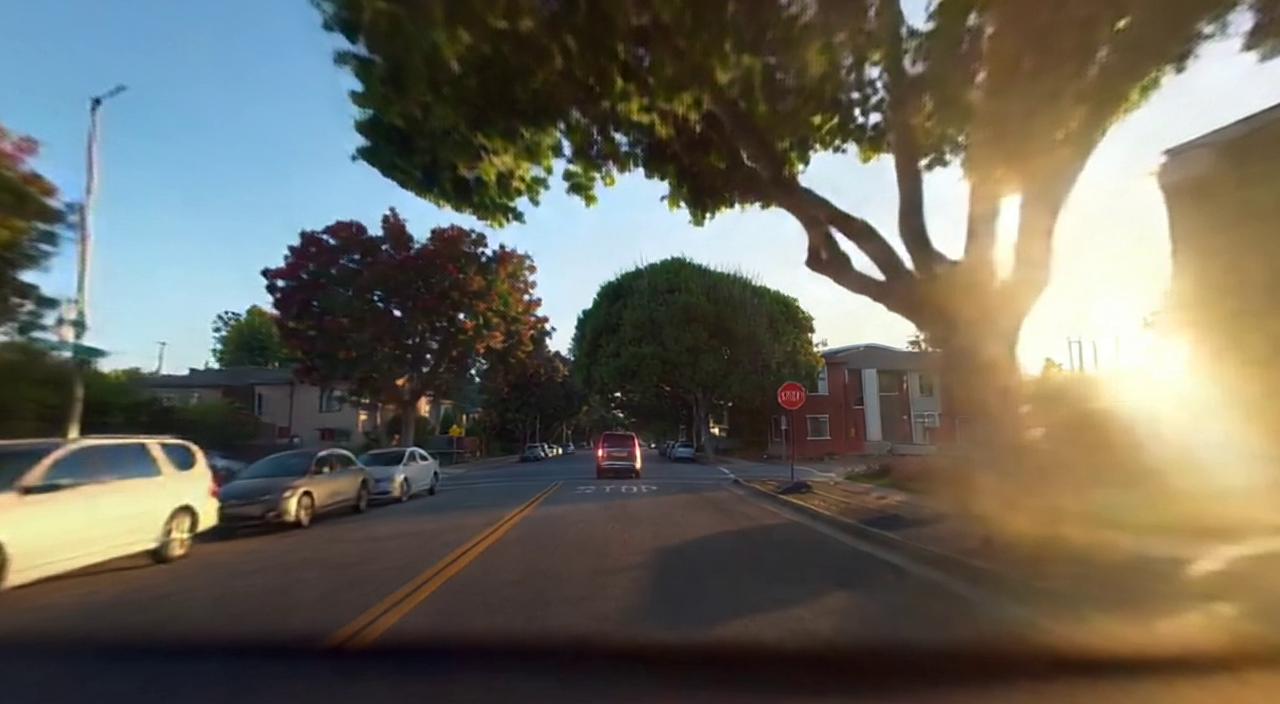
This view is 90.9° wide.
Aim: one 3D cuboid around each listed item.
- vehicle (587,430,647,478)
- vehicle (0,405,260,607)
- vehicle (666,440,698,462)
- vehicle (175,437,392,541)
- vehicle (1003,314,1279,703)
[{"bbox_3d":[-0.892,4.017,25.121,2.172,1.722,4.201,0,-8,-2],"label":"vehicle"},{"bbox_3d":[-6.186,1.557,6.434,1.899,1.615,4.624,-7,-8,-3],"label":"vehicle"},{"bbox_3d":[3.145,7.546,48.151,1.987,1.608,3.883,1,-8,-3],"label":"vehicle"},{"bbox_3d":[-6.507,2.513,12.185,1.975,1.515,4.179,-3,-9,-3],"label":"vehicle"},{"bbox_3d":[2.620,0.565,0.385,2.071,1.608,4.547,0,-7,0],"label":"vehicle"}]
